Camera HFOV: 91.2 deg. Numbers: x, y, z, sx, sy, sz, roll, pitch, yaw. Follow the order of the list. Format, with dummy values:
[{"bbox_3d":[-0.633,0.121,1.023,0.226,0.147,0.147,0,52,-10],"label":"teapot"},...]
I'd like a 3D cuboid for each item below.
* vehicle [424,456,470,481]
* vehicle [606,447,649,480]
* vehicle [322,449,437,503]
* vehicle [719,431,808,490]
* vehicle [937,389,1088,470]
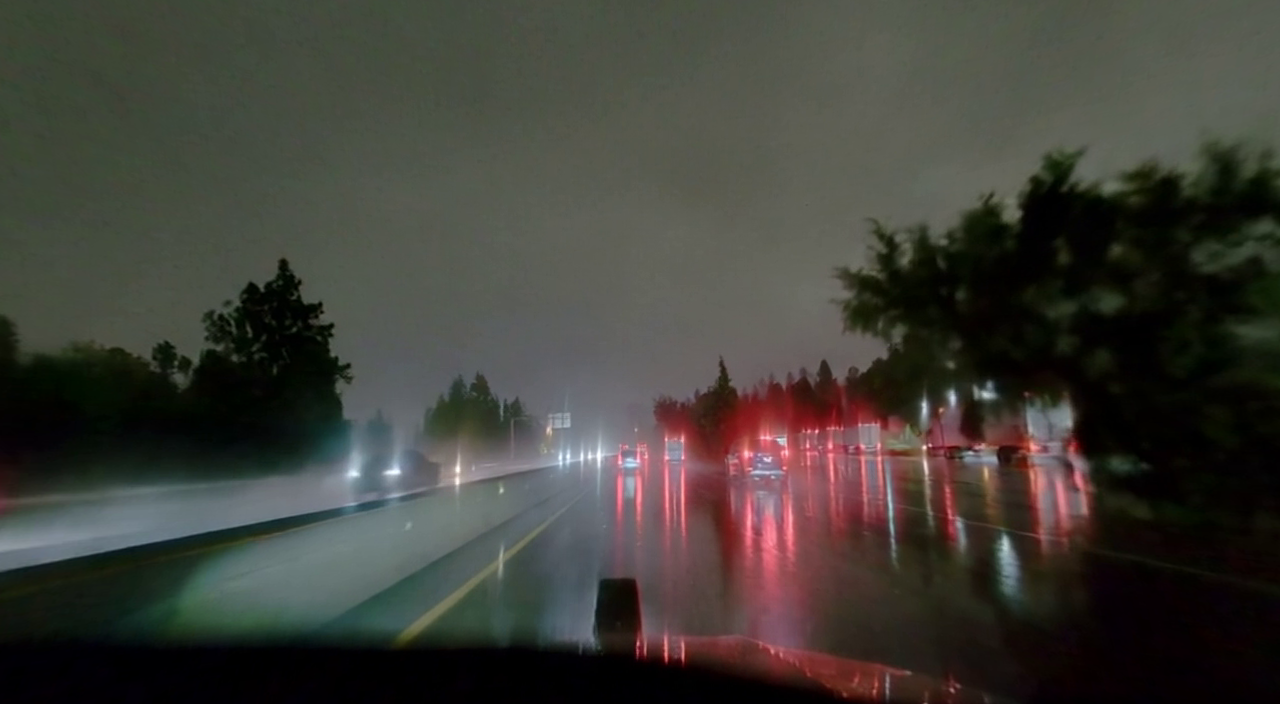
[{"bbox_3d":[-13.080,7.894,42.725,1.844,1.542,4.013,0,-9,0],"label":"vehicle"},{"bbox_3d":[-0.594,5.529,31.274,2.029,1.483,3.769,0,-9,0],"label":"vehicle"},{"bbox_3d":[-9.132,4.344,22.489,2.063,1.683,4.605,-1,-9,1],"label":"vehicle"},{"bbox_3d":[4.470,4.018,23.563,2.261,1.952,4.784,0,-9,-1],"label":"vehicle"},{"bbox_3d":[22.358,5.050,39.034,2.890,4.108,13.635,-2,-9,8],"label":"vehicle"}]
